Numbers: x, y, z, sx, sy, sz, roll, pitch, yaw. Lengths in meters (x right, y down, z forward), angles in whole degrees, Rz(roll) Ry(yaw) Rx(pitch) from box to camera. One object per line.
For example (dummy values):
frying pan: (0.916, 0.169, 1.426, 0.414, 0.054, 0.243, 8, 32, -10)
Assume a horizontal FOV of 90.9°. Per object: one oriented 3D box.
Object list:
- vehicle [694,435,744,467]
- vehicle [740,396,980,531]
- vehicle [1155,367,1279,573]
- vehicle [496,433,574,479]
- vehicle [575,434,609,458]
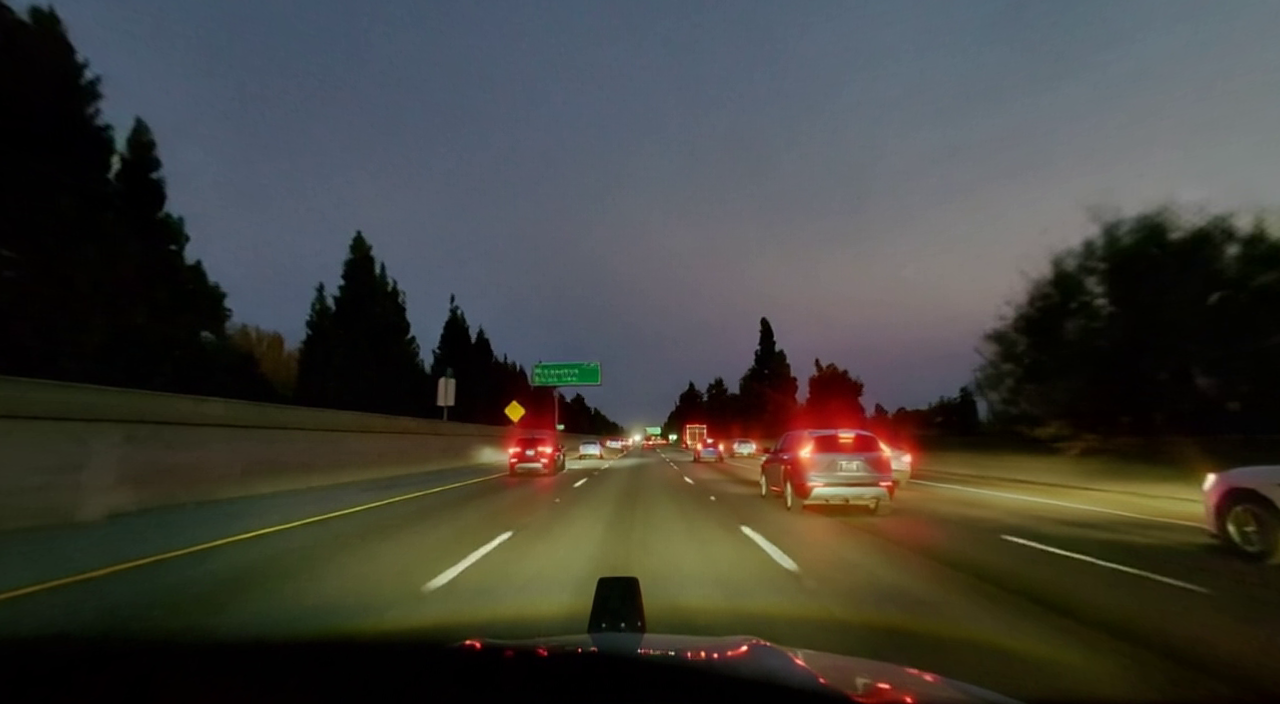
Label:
vehicle: (3.905, 4.991, 31.852, 1.953, 1.480, 4.053, 0, -8, -1)
vehicle: (3.620, 2.011, 11.948, 2.517, 1.935, 5.552, 0, -8, 0)
vehicle: (7.308, 0.926, 4.621, 2.291, 1.968, 5.662, 0, -8, 1)
vehicle: (-3.608, 3.654, 22.405, 1.978, 1.473, 4.073, 0, -8, 2)
vehicle: (-3.352, 6.645, 44.672, 2.020, 1.628, 4.248, 0, -8, 1)
